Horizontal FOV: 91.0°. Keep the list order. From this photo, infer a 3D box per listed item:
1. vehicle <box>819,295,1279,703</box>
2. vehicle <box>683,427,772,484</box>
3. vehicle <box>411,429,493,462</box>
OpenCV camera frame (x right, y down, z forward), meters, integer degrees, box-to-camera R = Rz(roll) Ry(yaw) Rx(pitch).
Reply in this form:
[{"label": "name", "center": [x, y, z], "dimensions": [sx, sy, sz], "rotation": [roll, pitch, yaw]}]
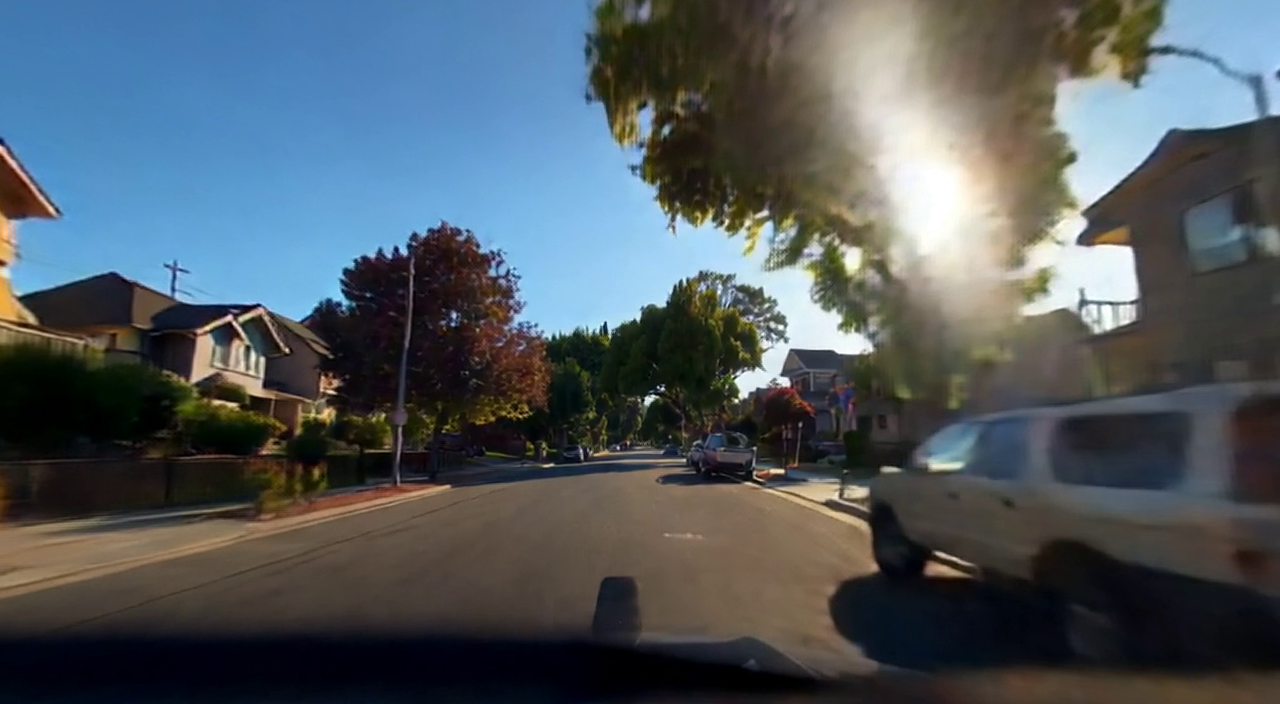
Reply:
[{"label": "vehicle", "center": [3.465, 1.134, 4.824], "dimensions": [2.370, 1.905, 6.081], "rotation": [0, -8, 0]}, {"label": "vehicle", "center": [3.711, 4.623, 28.515], "dimensions": [2.952, 2.216, 7.033], "rotation": [0, -8, 0]}, {"label": "vehicle", "center": [-13.177, 6.570, 44.337], "dimensions": [4.837, 1.897, 2.228], "rotation": [4, -8, 5]}]
